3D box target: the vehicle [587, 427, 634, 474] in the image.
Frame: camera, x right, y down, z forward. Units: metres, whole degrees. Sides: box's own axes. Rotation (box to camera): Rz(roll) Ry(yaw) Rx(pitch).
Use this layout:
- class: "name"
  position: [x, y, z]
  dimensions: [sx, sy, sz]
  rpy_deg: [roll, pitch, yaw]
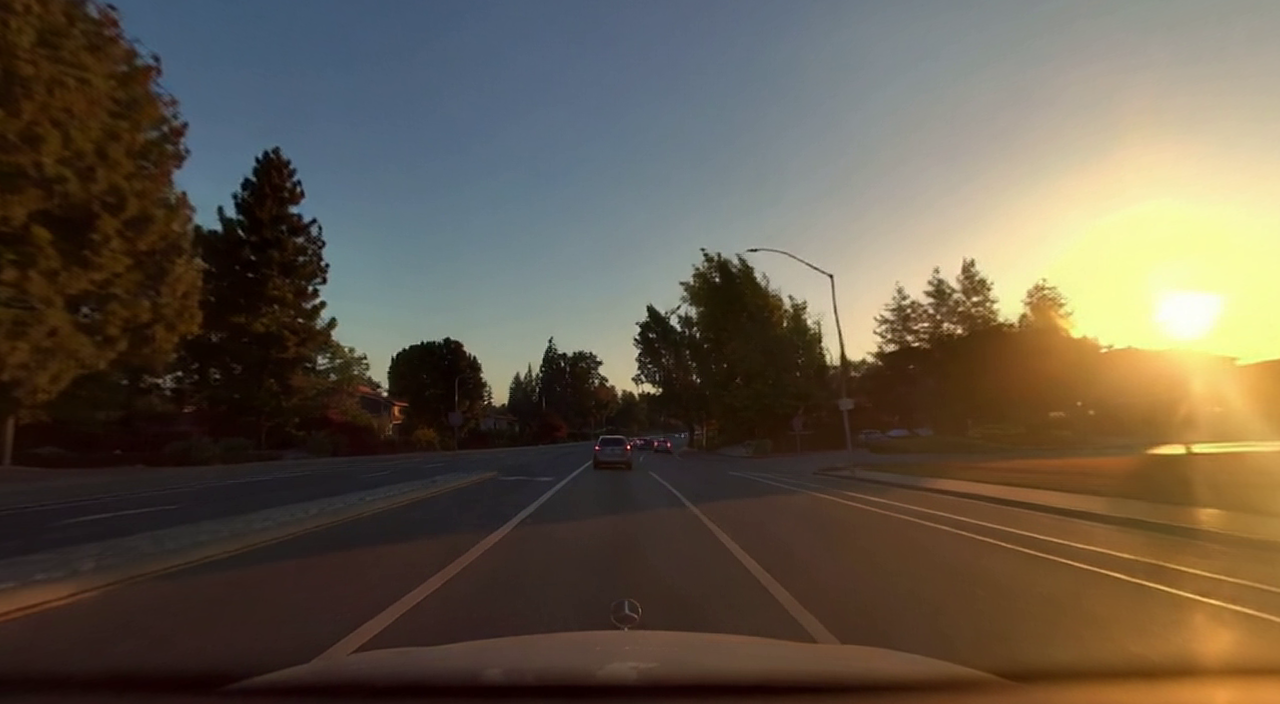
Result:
- class: "vehicle"
  position: [-1.423, 4.651, 29.790]
  dimensions: [2.072, 2.002, 4.391]
  rpy_deg: [1, -8, -3]
